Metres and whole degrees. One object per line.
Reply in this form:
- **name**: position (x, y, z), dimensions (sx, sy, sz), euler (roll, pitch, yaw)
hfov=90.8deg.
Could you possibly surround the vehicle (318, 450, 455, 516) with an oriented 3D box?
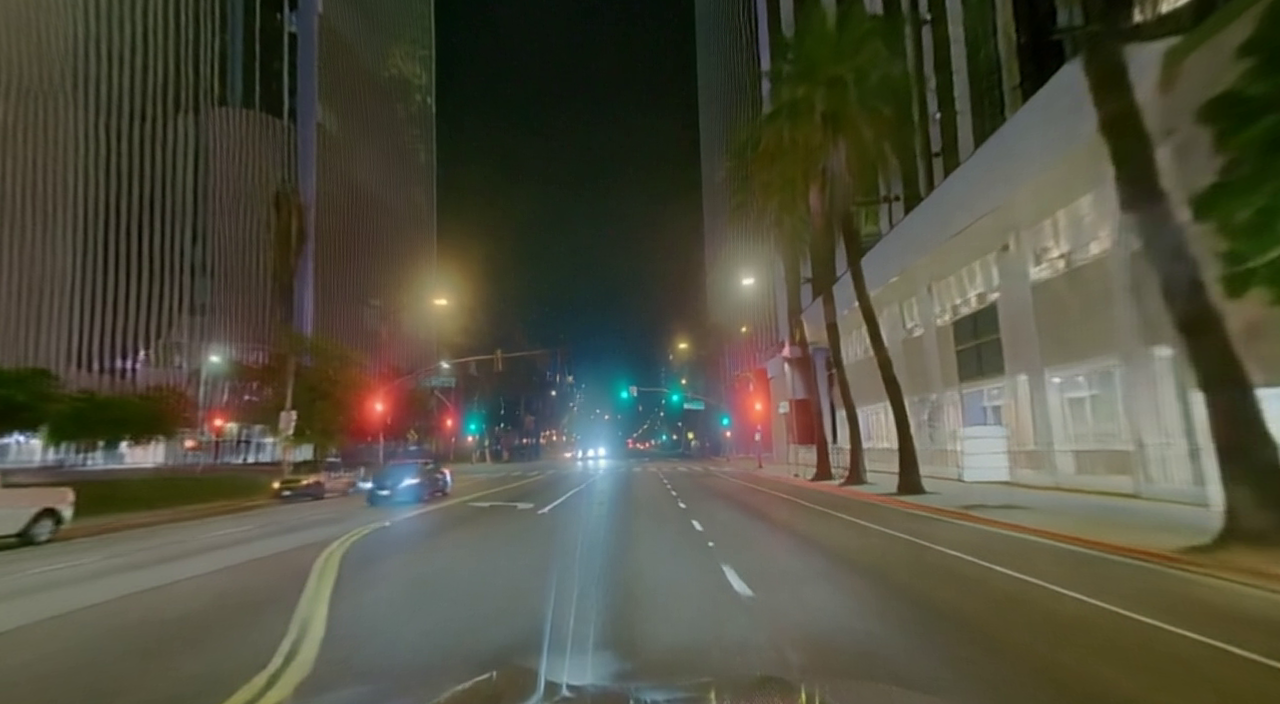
- **vehicle**: position (-6.499, 3.367, 16.807), dimensions (1.868, 1.467, 4.267), euler (-1, -8, 0)

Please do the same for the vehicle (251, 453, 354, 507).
- **vehicle**: position (-13.296, 5.001, 25.182), dimensions (1.913, 1.694, 4.462), euler (-5, -8, -4)

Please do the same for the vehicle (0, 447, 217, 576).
- **vehicle**: position (-9.659, 2.489, 10.687), dimensions (1.940, 1.726, 4.395), euler (-1, -8, 0)
